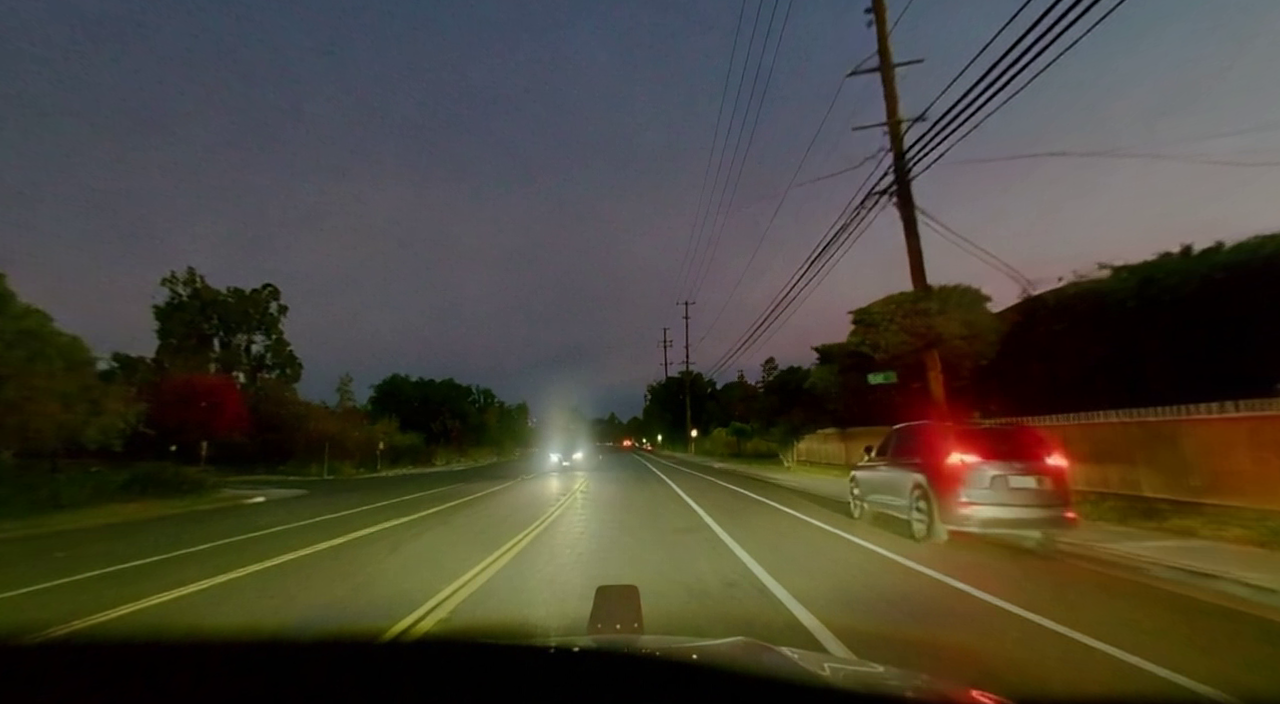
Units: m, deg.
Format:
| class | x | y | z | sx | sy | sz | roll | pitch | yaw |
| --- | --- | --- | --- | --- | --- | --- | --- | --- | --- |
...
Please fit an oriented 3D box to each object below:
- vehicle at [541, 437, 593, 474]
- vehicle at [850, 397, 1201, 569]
| class | x | y | z | sx | sy | sz | roll | pitch | yaw |
| --- | --- | --- | --- | --- | --- | --- | --- | --- | --- |
| vehicle | -3.964 | 5.791 | 35.421 | 2.357 | 1.893 | 5.084 | 0 | -9 | 0 |
| vehicle | 5.433 | 1.944 | 10.212 | 2.238 | 1.995 | 5.491 | 0 | -9 | 1 |
